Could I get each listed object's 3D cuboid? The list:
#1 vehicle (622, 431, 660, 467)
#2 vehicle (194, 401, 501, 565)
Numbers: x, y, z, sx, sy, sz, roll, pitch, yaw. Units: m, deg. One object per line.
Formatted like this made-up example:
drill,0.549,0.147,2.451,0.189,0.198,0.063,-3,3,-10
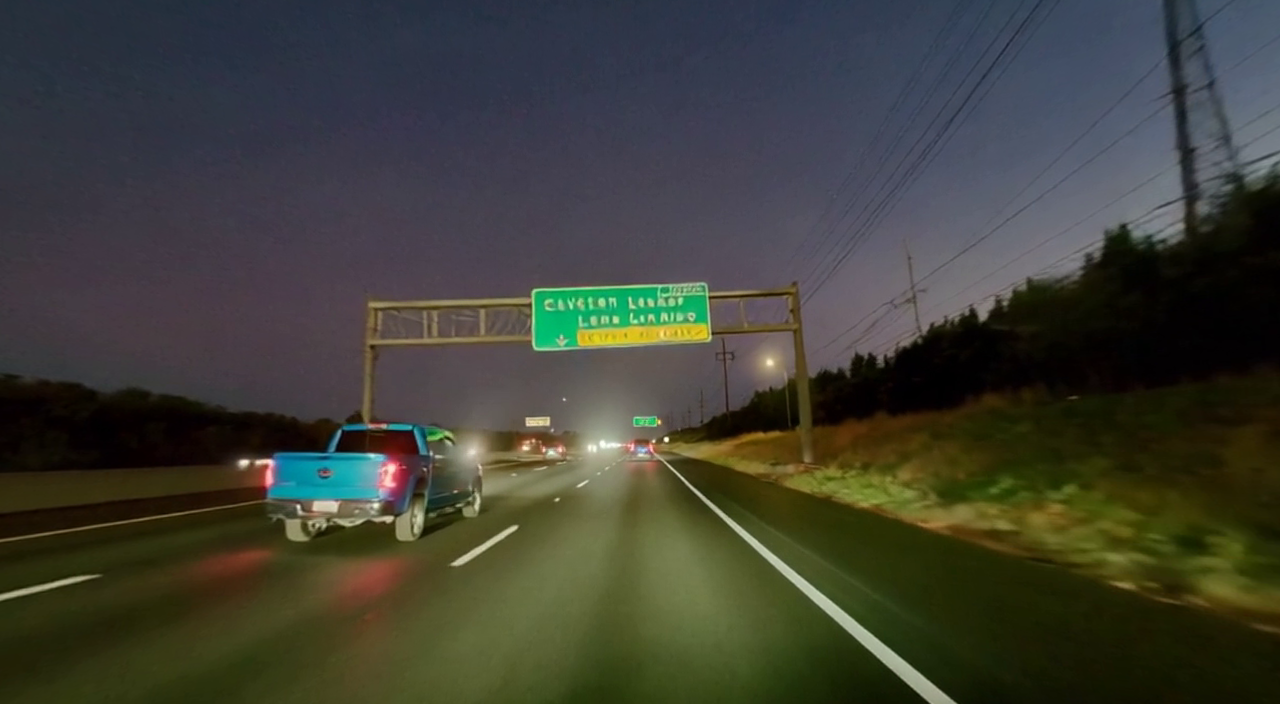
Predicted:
vehicle,0.054,6.307,41.175,2.358,2.144,4.713,0,-9,-1
vehicle,-3.833,1.852,9.724,2.204,1.812,5.289,0,-9,0
